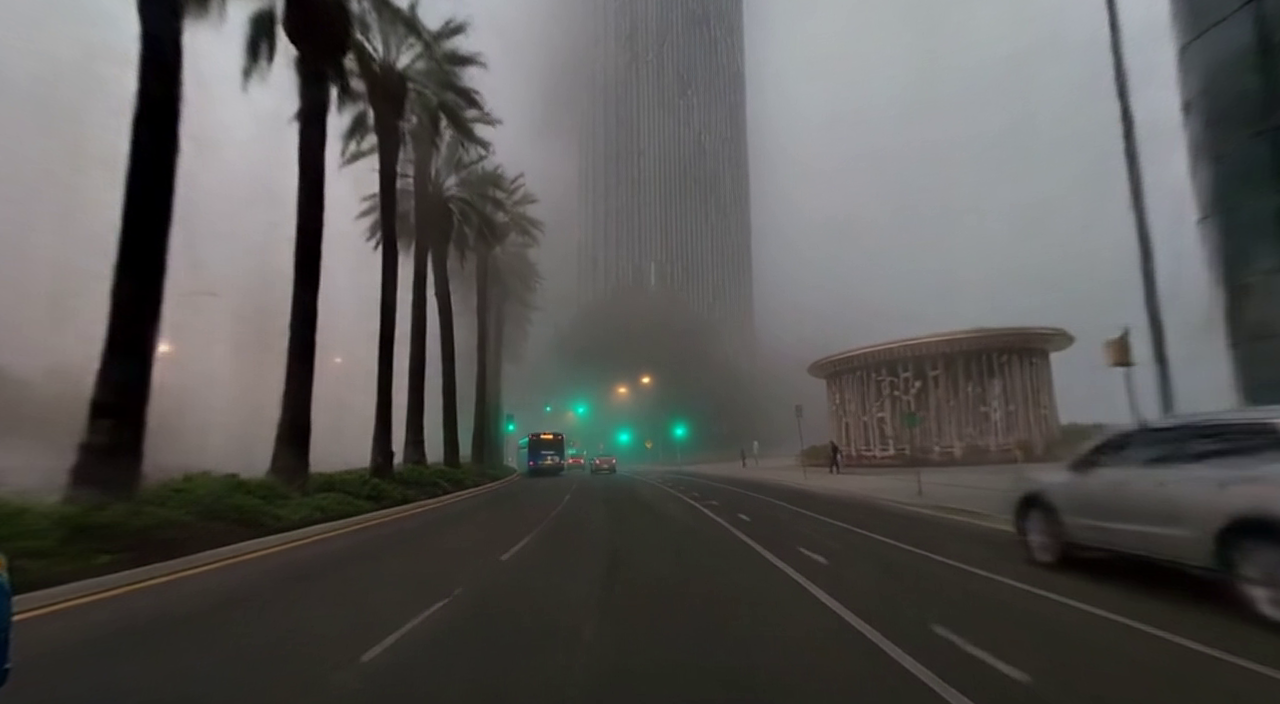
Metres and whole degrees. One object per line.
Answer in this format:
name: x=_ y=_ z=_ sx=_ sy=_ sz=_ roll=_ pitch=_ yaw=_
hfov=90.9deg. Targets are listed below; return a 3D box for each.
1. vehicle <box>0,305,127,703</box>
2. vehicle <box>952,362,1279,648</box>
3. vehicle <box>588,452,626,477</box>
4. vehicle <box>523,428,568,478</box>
vehicle: x=-3.409 y=0.442 z=0.350 sx=2.120 sy=1.826 sz=4.737 roll=0 pitch=-9 yaw=1
vehicle: x=5.250 y=1.197 z=5.311 sx=2.212 sy=1.854 sz=5.419 roll=1 pitch=-9 yaw=-3
vehicle: x=-2.185 y=7.204 z=40.559 sx=2.107 sy=1.481 sz=4.097 roll=2 pitch=-9 yaw=-8
vehicle: x=-6.434 y=7.006 z=43.671 sx=2.678 sy=3.042 sz=8.474 roll=1 pitch=-9 yaw=-7
